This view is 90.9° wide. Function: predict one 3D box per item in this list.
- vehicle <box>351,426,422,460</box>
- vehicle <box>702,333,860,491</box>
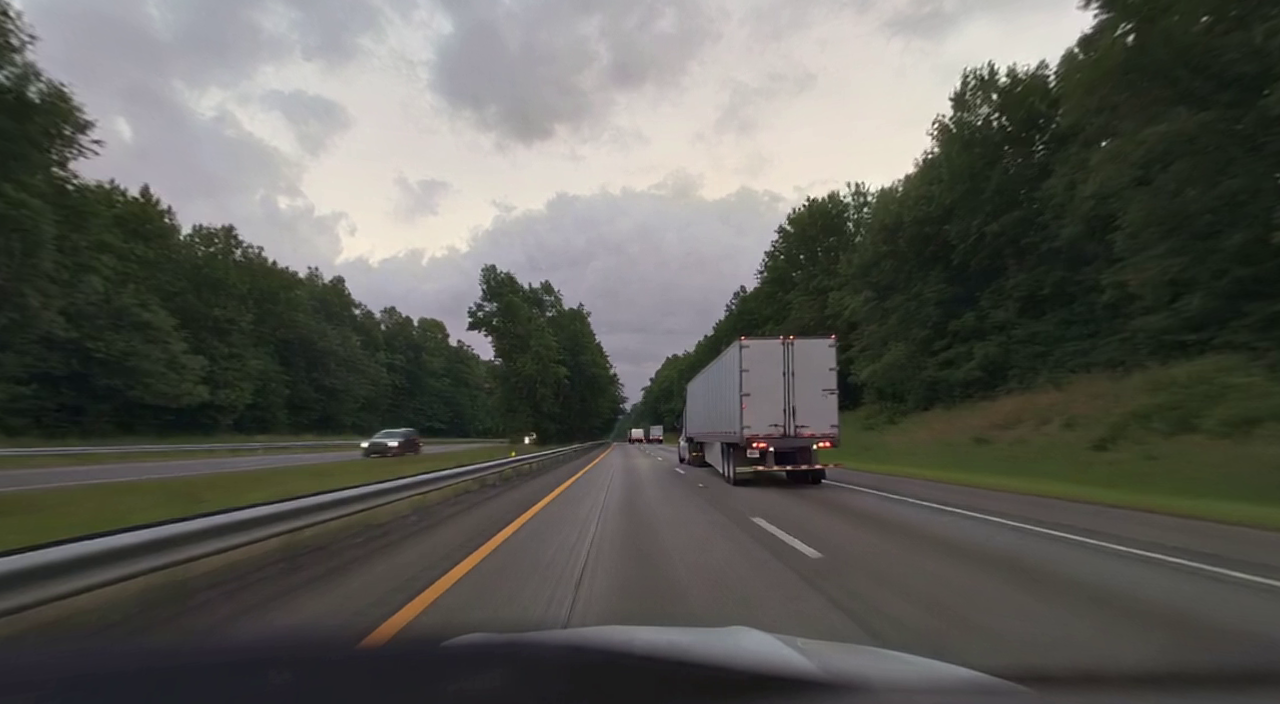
[{"bbox_3d":[-12.592,4.543,31.591,1.881,1.542,4.065,0,-8,-1],"label":"vehicle"},{"bbox_3d":[3.959,2.058,20.212,2.861,3.991,8.583,0,-8,-1],"label":"vehicle"}]
